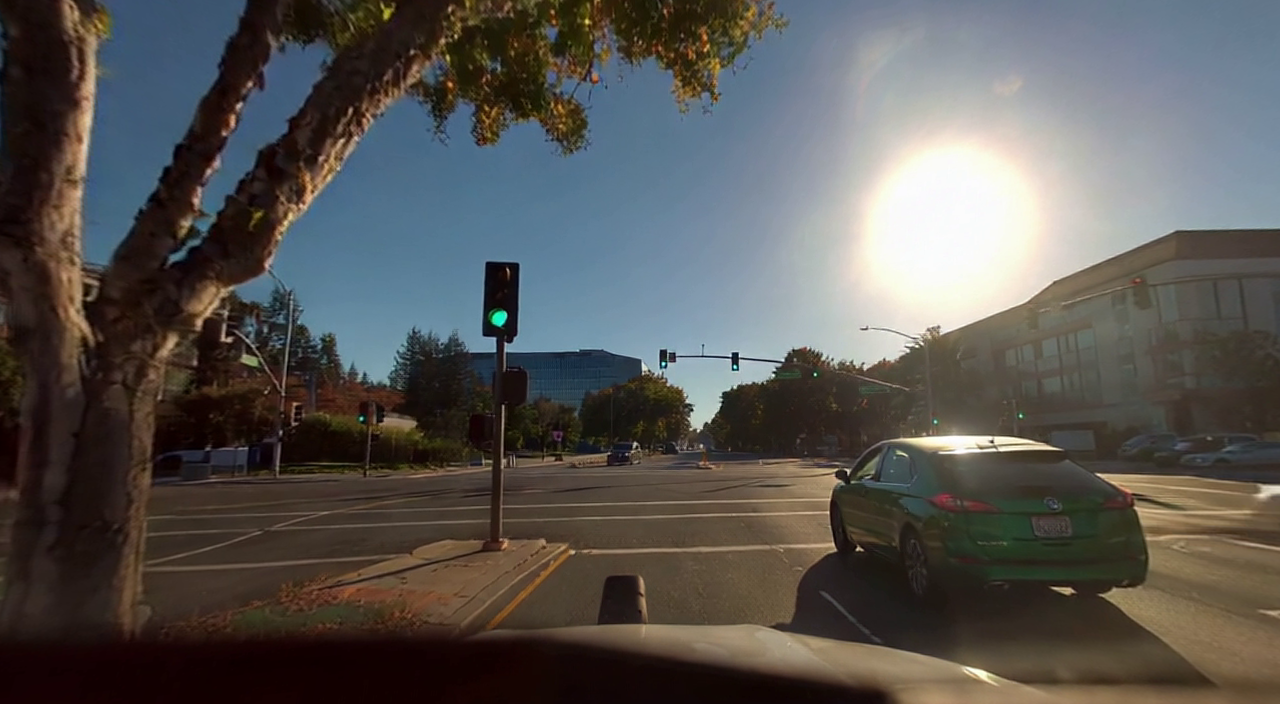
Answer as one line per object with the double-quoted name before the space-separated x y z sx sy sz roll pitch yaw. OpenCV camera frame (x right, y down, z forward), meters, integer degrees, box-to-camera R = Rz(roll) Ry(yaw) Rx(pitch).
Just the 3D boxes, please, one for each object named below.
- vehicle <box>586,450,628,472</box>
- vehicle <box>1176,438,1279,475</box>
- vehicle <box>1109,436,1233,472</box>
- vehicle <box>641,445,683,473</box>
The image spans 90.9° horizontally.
"vehicle" -2.266 7.668 44.541 2.076 1.476 3.873 -2 -9 12
"vehicle" 26.151 4.487 27.221 4.644 1.470 1.922 1 -9 -10
"vehicle" 25.780 4.932 30.670 4.441 1.674 2.035 1 -9 -9
"vehicle" 1.537 7.160 42.432 2.197 1.739 4.177 -2 -9 10
